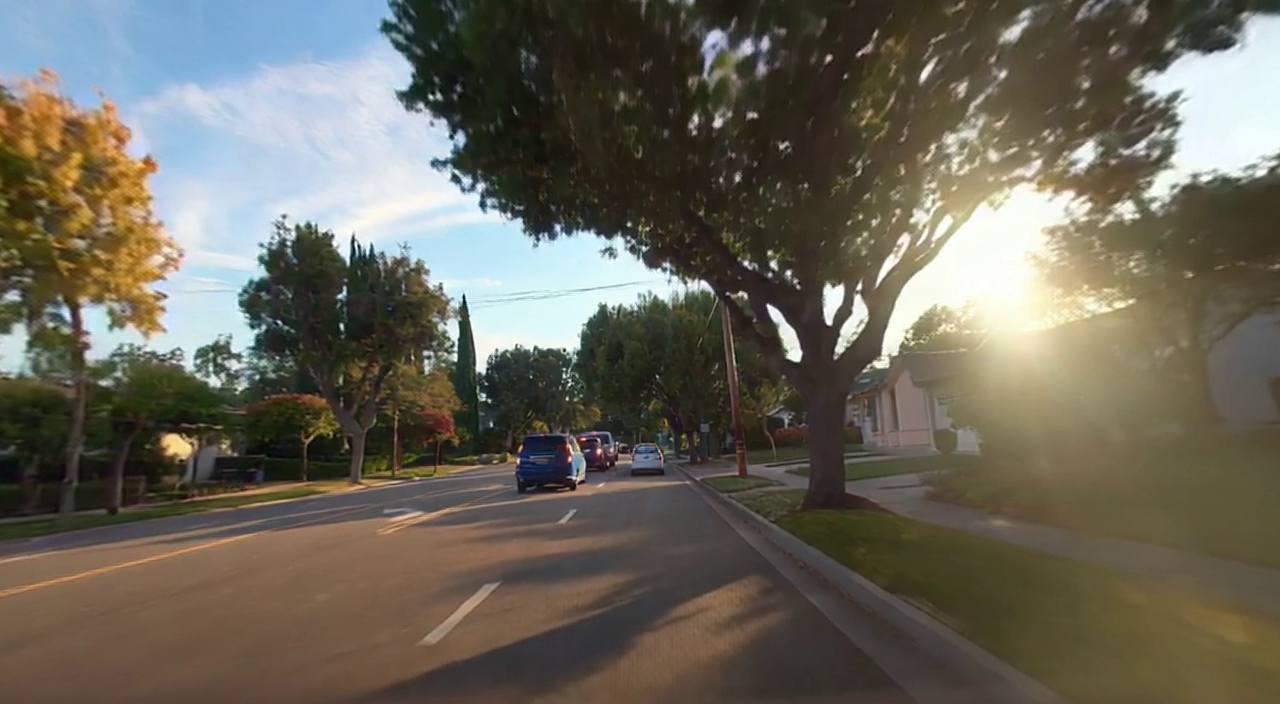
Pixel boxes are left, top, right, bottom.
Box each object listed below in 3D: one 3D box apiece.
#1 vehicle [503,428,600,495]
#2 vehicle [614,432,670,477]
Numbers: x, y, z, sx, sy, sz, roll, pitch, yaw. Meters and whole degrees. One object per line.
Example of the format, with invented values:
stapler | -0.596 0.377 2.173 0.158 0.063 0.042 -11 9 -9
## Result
vehicle | -2.505 3.243 19.002 2.157 1.765 4.303 0 -9 2
vehicle | 0.060 4.206 26.042 2.120 1.718 3.909 0 -9 0
